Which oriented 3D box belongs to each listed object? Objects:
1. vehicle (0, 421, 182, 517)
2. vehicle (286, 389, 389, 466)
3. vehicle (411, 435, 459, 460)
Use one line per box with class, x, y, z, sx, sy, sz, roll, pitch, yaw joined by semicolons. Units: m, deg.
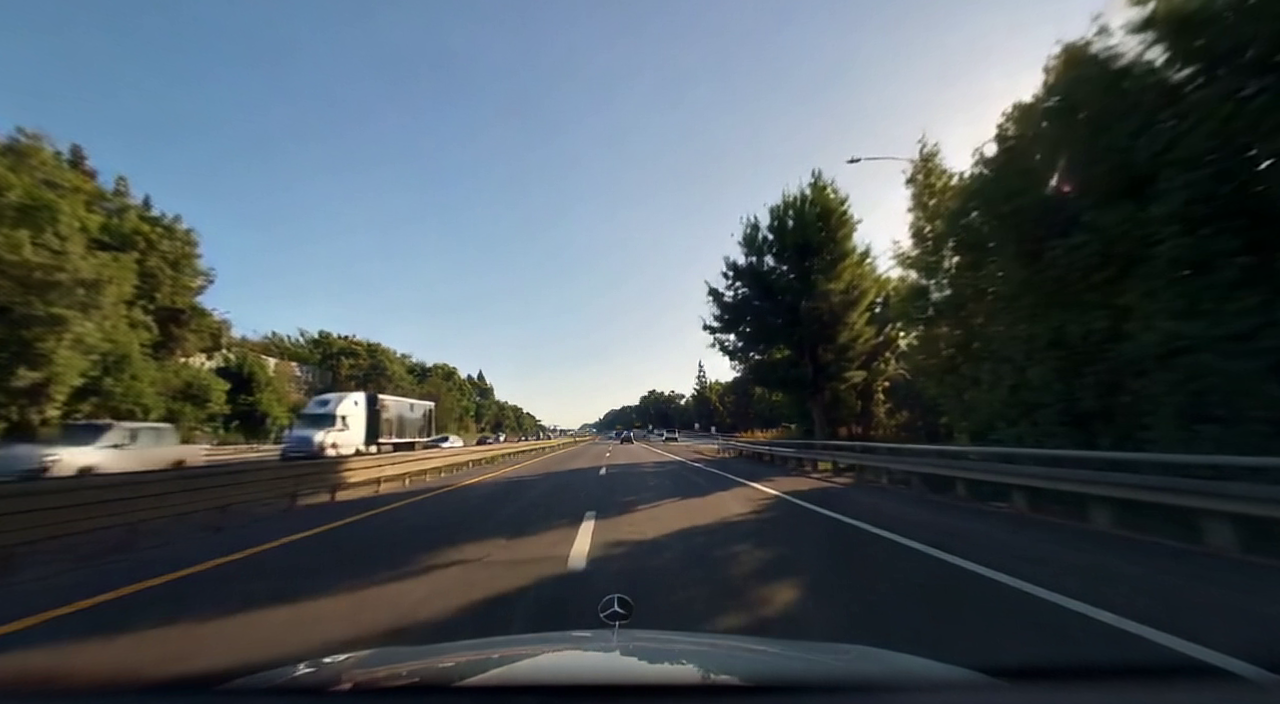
vehicle;-12.004;2.324;13.100;1.913;1.675;4.147;0;-8;-2
vehicle;-17.031;4.342;36.046;3.009;4.008;5.931;0;-8;-3
vehicle;-12.484;5.790;38.505;1.796;1.446;3.689;0;-8;-2
